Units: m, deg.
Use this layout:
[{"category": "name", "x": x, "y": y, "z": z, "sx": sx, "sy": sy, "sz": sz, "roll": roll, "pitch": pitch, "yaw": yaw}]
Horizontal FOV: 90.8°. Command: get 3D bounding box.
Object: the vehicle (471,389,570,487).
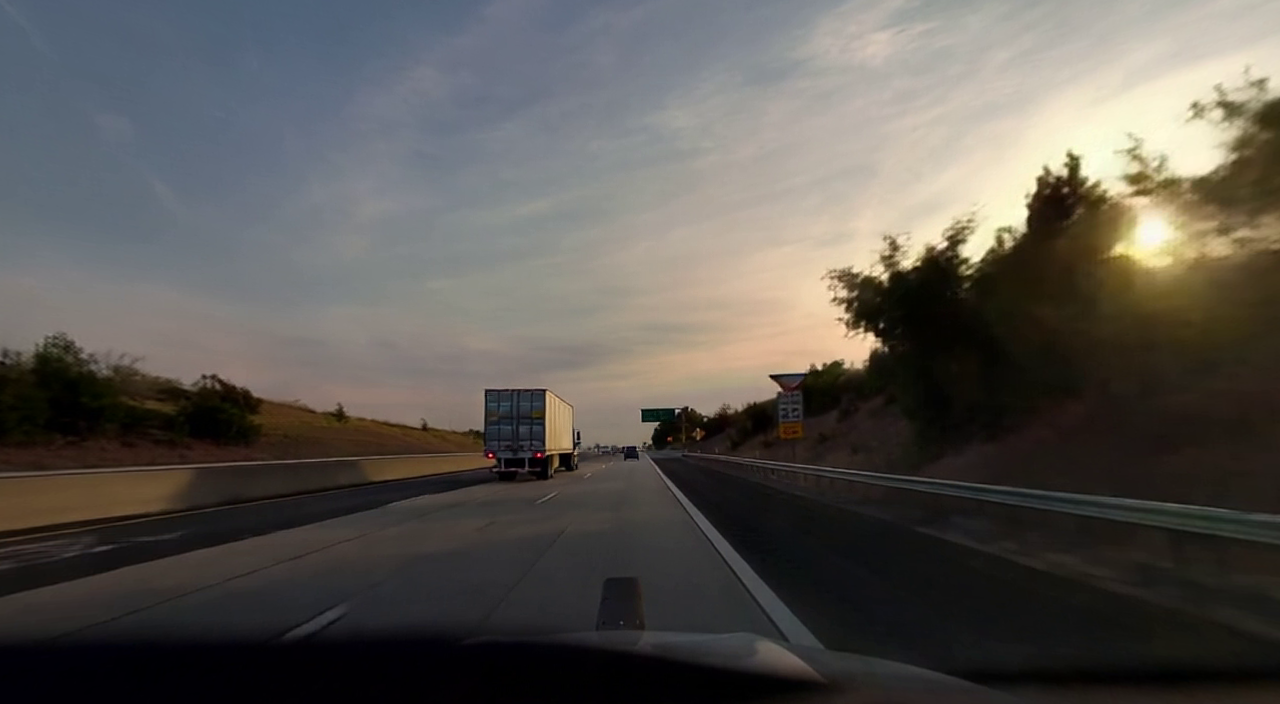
[{"category": "vehicle", "x": -4.673, "y": 3.615, "z": 26.243, "sx": 2.707, "sy": 3.461, "sz": 7.191, "roll": 0, "pitch": -9, "yaw": 0}]
